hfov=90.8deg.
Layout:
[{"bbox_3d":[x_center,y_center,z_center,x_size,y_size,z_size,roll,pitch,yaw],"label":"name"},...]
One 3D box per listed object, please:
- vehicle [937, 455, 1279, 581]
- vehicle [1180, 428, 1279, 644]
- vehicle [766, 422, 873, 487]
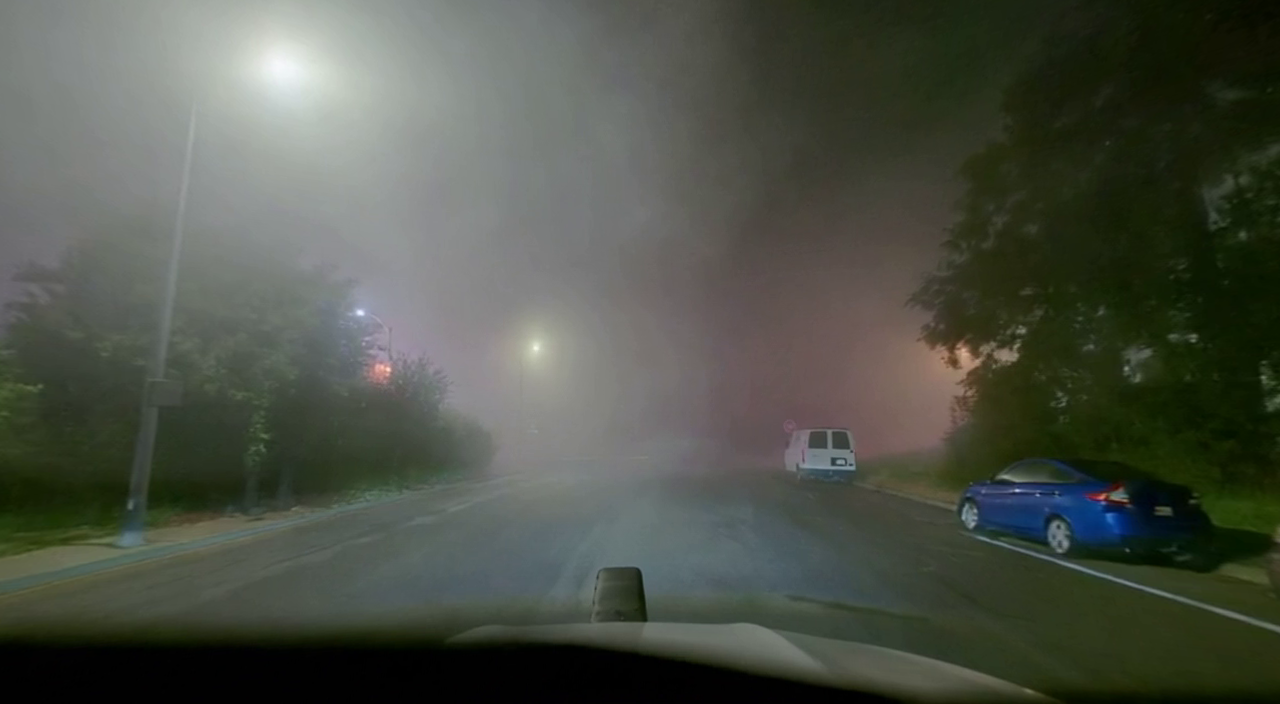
[{"bbox_3d":[6.176,2.154,9.005,1.970,1.269,4.199,0,-8,2],"label":"vehicle"},{"bbox_3d":[5.567,1.060,2.760,2.135,1.533,5.038,0,-8,3],"label":"vehicle"},{"bbox_3d":[6.943,4.068,25.386,2.659,2.245,5.991,0,-8,1],"label":"vehicle"}]
